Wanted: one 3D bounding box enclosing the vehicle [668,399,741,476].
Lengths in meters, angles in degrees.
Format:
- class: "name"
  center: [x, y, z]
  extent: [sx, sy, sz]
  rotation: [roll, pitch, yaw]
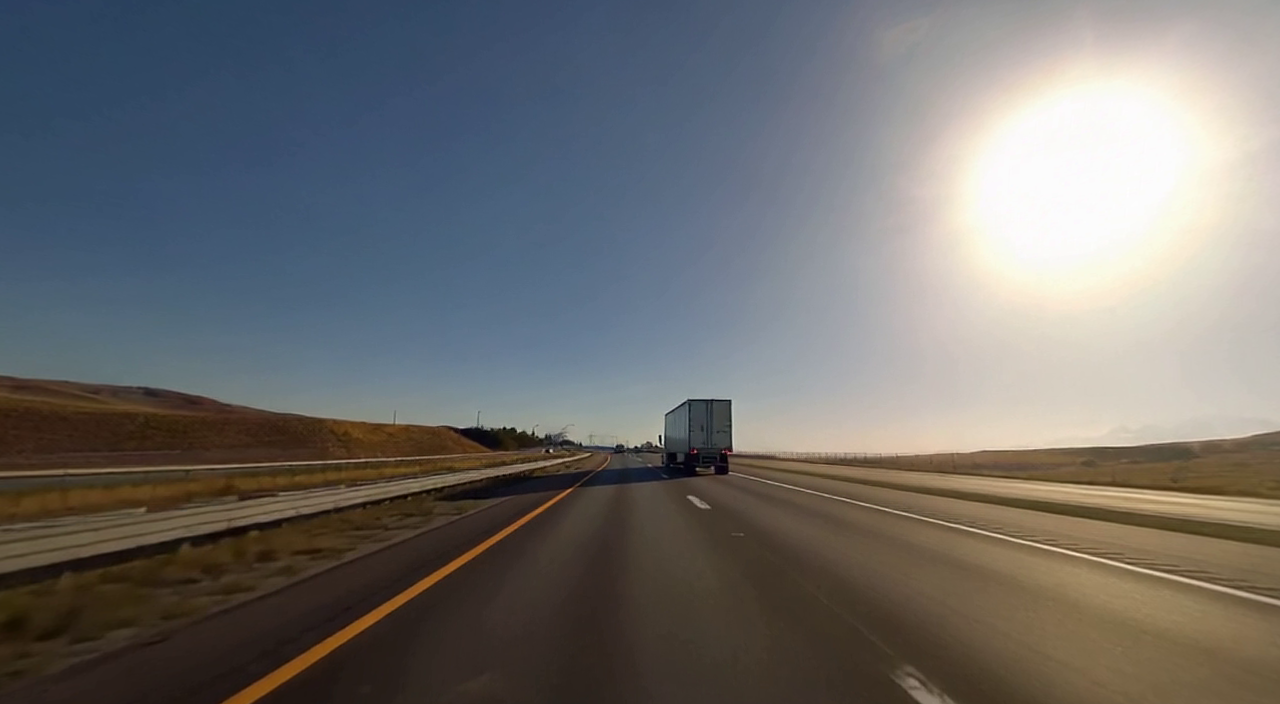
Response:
- class: "vehicle"
  center: [3.749, 5.503, 39.885]
  extent: [3.175, 4.103, 11.612]
  rotation: [0, -9, -1]
